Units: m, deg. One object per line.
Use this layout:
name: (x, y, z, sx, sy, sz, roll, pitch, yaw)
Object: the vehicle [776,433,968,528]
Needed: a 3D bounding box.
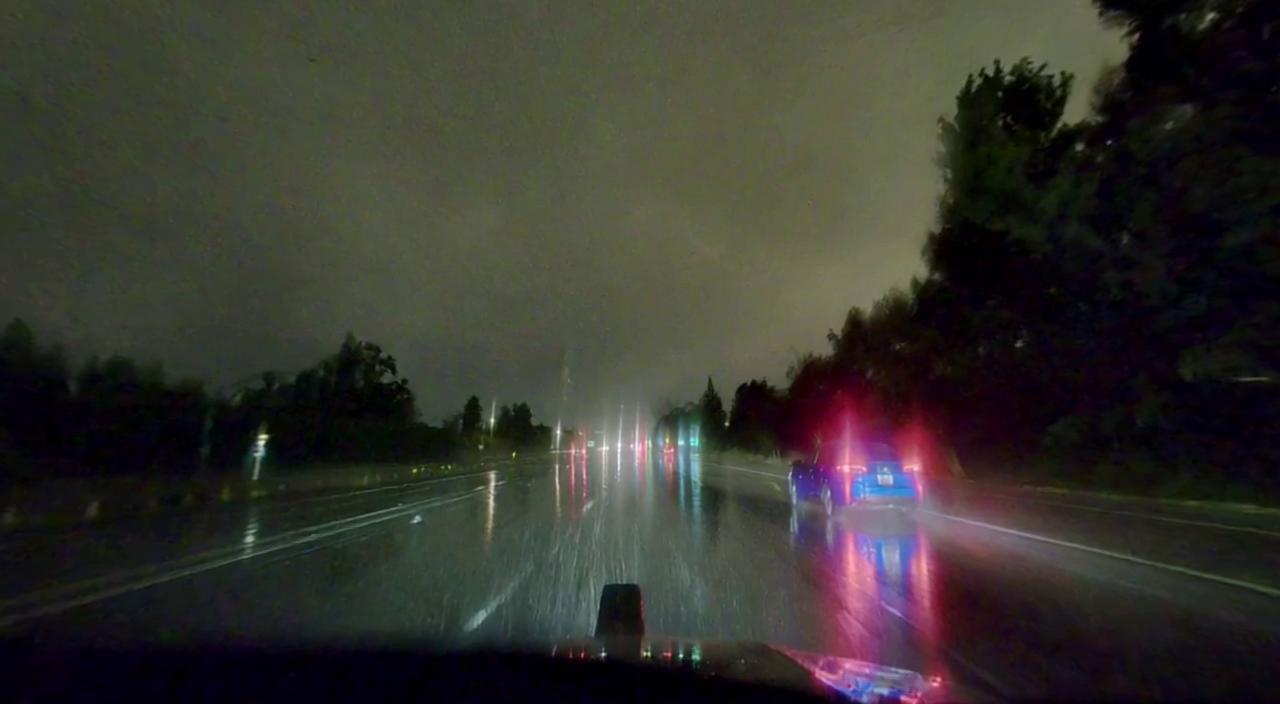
vehicle: (4.185, 2.393, 12.290, 2.033, 1.501, 4.398, 0, -9, 0)
